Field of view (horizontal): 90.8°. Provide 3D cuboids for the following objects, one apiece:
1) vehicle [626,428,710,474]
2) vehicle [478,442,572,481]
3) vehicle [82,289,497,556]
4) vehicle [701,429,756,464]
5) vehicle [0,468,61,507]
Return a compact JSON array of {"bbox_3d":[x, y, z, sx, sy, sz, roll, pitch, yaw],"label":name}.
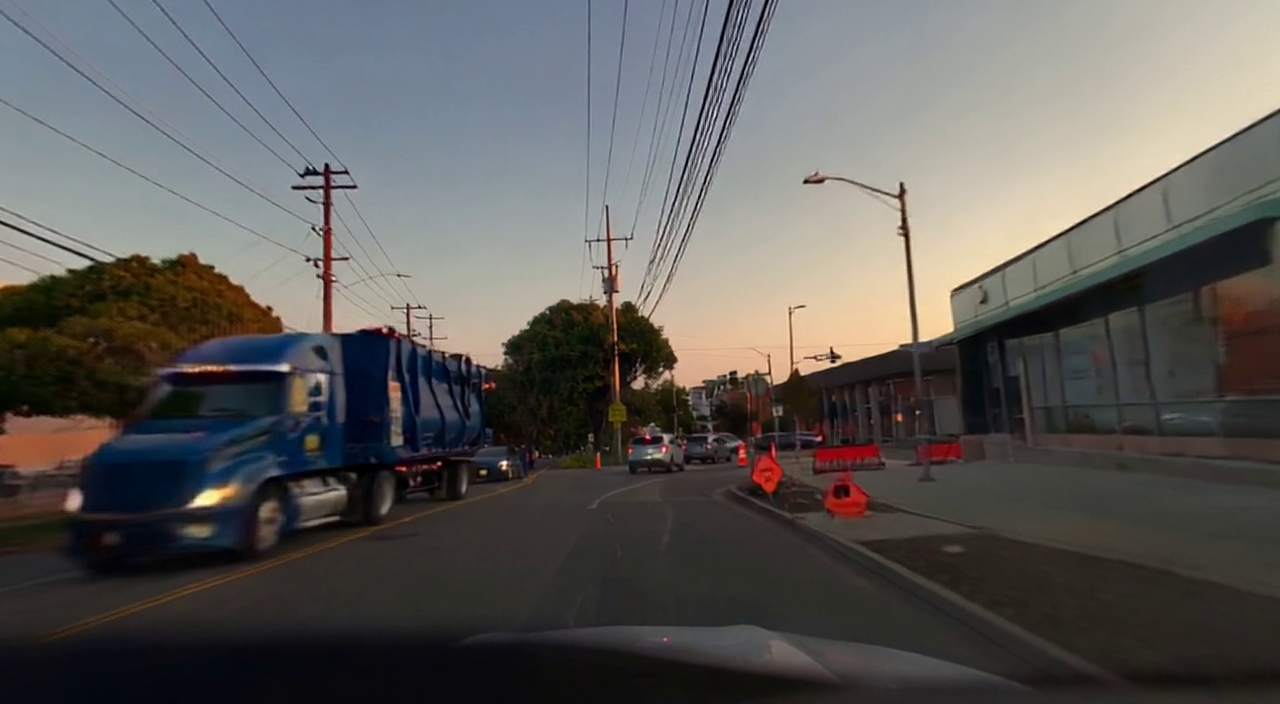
[{"bbox_3d":[1.388,4.420,28.576,2.256,1.859,5.118,-3,-8,21],"label":"vehicle"},{"bbox_3d":[-4.931,4.739,27.888,2.103,1.526,4.743,-2,-8,17],"label":"vehicle"},{"bbox_3d":[-6.187,1.712,14.507,3.007,3.800,11.011,0,-8,1],"label":"vehicle"},{"bbox_3d":[5.412,5.665,38.042,2.206,1.911,5.548,-3,-8,19],"label":"vehicle"},{"bbox_3d":[-32.900,7.028,32.801,4.608,1.763,2.016,-4,-8,17],"label":"vehicle"}]
